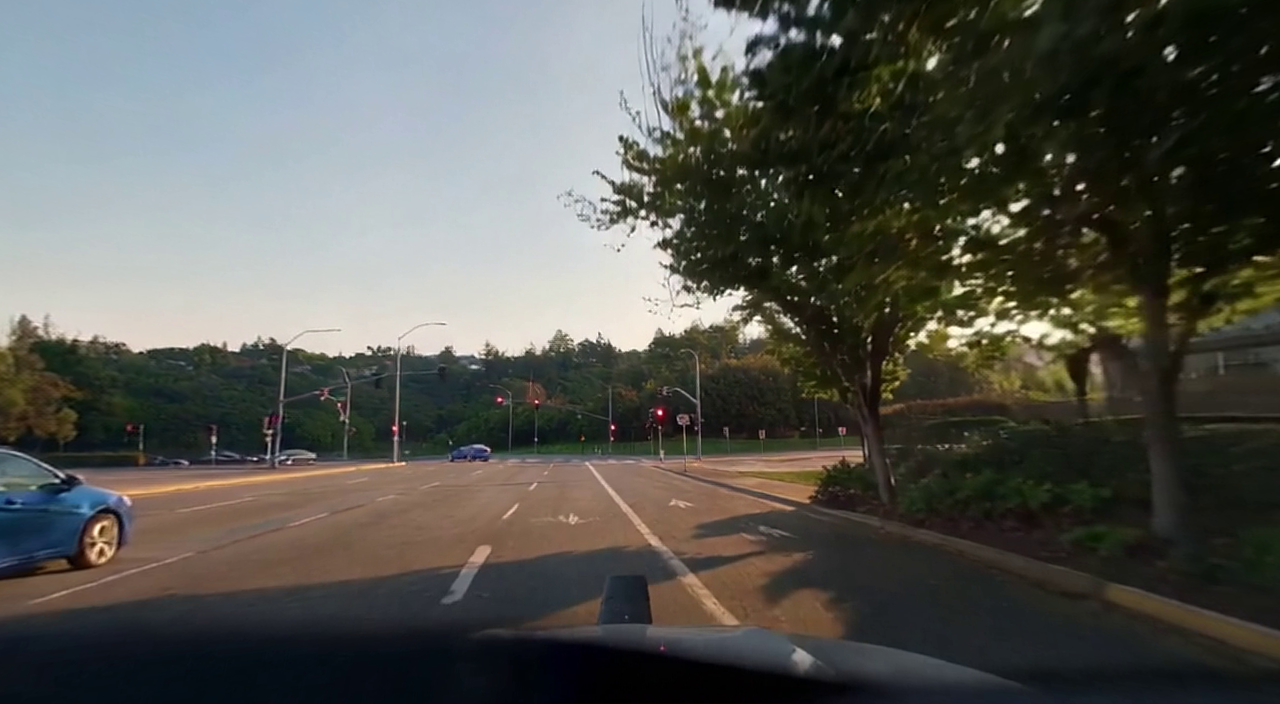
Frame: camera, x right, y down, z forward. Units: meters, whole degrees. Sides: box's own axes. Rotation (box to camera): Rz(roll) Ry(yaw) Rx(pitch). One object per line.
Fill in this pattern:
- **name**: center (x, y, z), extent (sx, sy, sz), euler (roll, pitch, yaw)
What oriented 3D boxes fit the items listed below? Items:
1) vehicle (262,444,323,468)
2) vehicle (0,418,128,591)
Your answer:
- **vehicle**: center (-22.868, 6.835, 41.653), extent (1.877, 1.492, 4.205), euler (1, -8, -5)
- **vehicle**: center (-6.645, 1.251, 4.864), extent (2.096, 1.521, 4.231), euler (1, -8, -6)
